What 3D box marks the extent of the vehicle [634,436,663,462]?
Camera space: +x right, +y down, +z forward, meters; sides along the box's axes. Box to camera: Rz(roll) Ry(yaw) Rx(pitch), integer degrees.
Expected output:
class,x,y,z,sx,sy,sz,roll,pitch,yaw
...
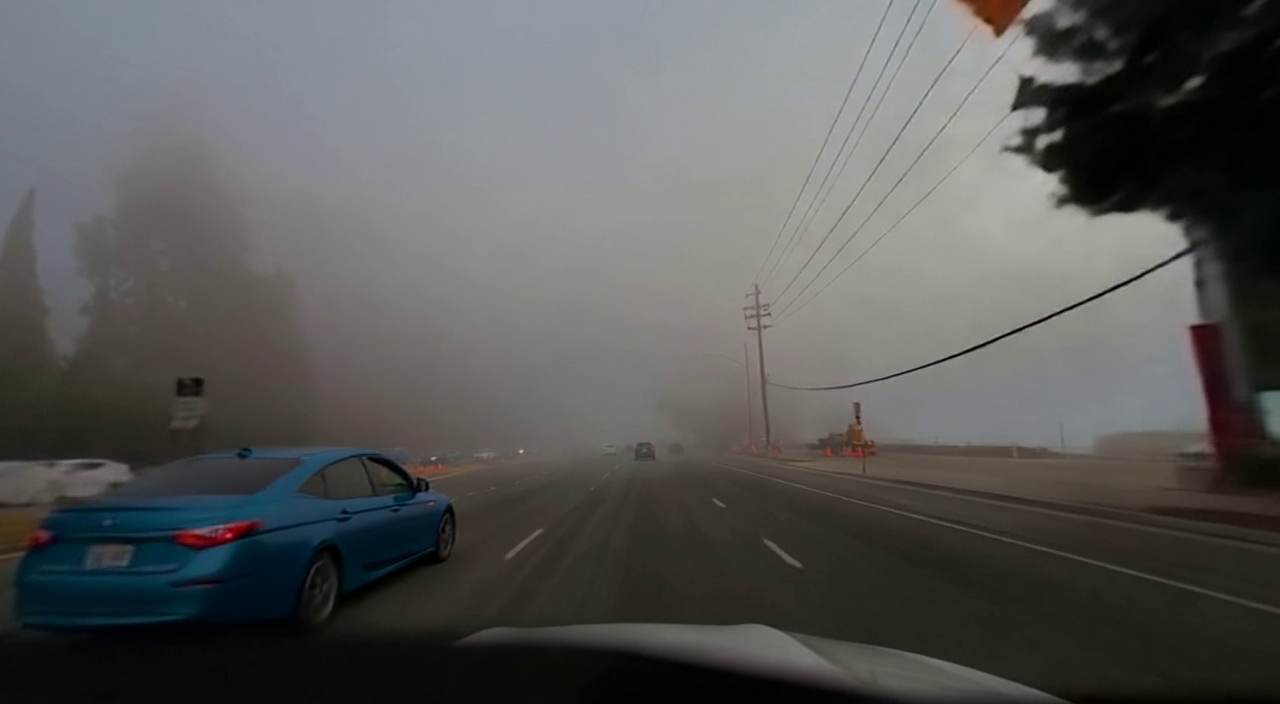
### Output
class,x,y,z,sx,sy,sz,roll,pitch,yaw
vehicle,0.626,7.309,47.762,2.060,1.845,4.151,0,-8,0

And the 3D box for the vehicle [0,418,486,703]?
class,x,y,z,sx,sy,sz,roll,pitch,yaw
vehicle,-3.084,1.450,5.724,2.087,1.480,4.825,0,-8,1
